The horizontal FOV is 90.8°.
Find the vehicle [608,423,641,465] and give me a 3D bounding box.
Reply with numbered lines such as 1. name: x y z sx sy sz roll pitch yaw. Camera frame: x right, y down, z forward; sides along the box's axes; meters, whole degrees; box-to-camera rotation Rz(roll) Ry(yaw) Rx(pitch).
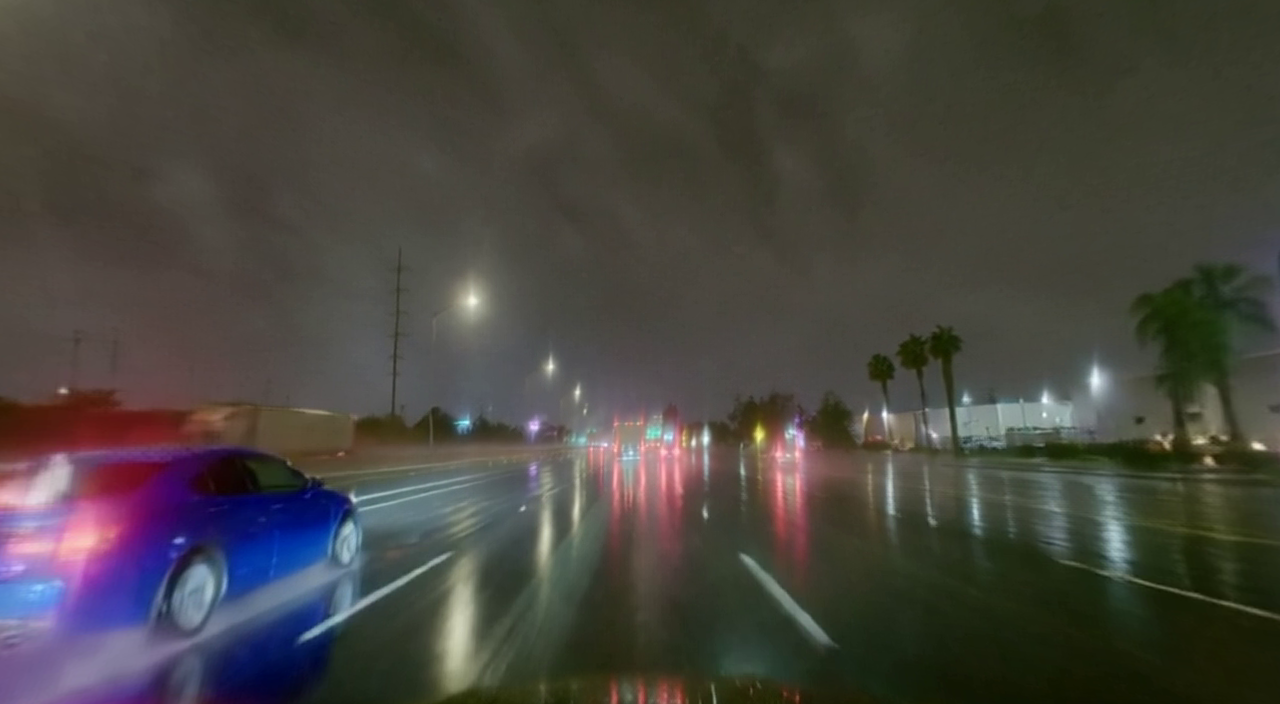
1. vehicle: -1.185 7.083 48.711 2.364 2.953 6.495 0 -8 -1

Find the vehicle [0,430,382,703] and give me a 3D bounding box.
1. vehicle: -4.021 1.401 4.994 2.097 1.447 4.291 0 -8 1
